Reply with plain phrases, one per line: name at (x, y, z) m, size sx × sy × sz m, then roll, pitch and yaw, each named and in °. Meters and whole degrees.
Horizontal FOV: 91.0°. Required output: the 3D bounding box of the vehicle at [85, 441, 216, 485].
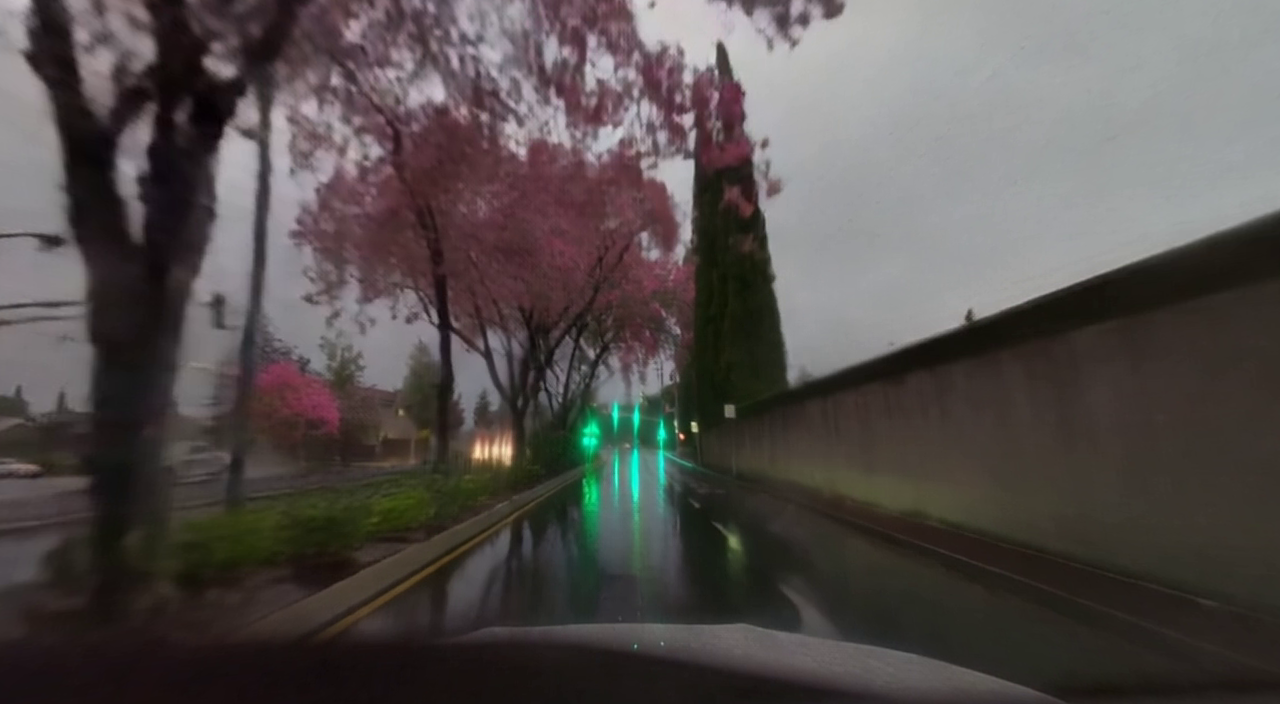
vehicle at (-20.623, 4.659, 26.818) m, size 1.896 × 1.689 × 4.599 m, roll 0°, pitch -8°, yaw 0°
